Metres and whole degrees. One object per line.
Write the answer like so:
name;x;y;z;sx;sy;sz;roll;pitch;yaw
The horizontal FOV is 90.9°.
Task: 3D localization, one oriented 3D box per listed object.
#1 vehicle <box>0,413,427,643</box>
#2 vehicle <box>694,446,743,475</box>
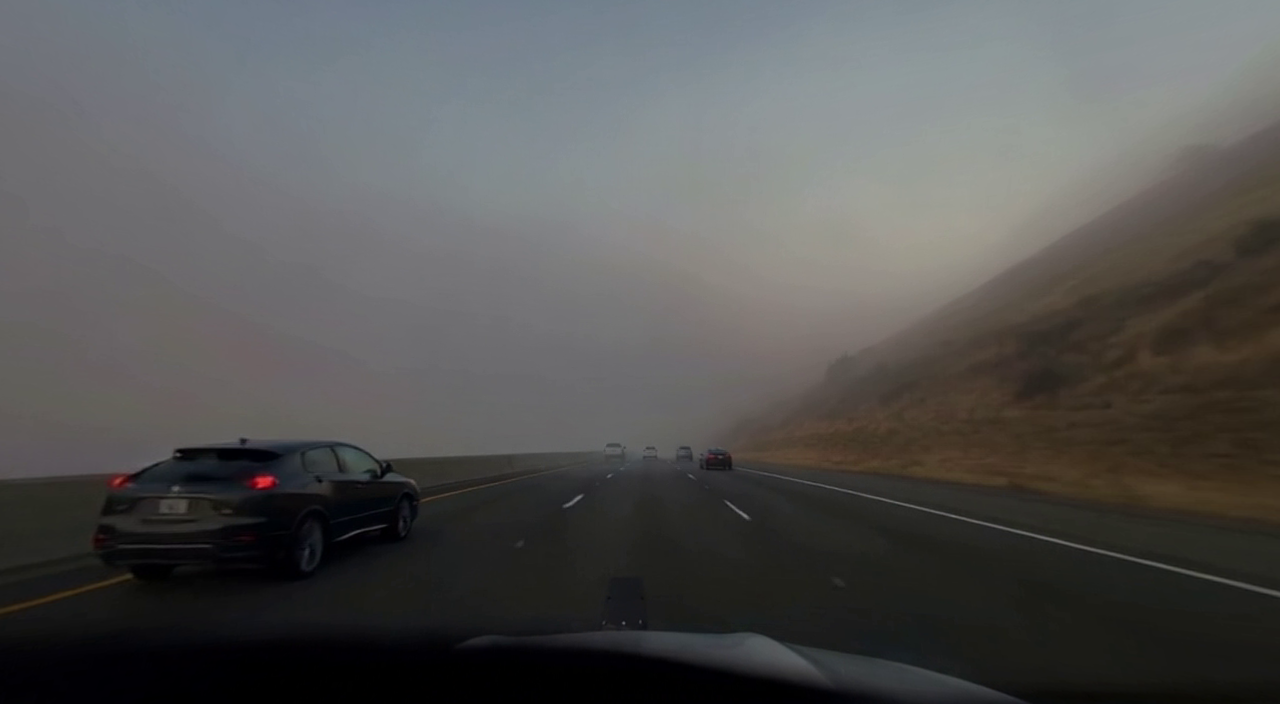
vehicle;-3.791;1.459;6.266;1.910;1.521;3.930;0;-8;1
vehicle;3.911;5.447;31.976;1.976;1.352;3.602;0;-8;-1
